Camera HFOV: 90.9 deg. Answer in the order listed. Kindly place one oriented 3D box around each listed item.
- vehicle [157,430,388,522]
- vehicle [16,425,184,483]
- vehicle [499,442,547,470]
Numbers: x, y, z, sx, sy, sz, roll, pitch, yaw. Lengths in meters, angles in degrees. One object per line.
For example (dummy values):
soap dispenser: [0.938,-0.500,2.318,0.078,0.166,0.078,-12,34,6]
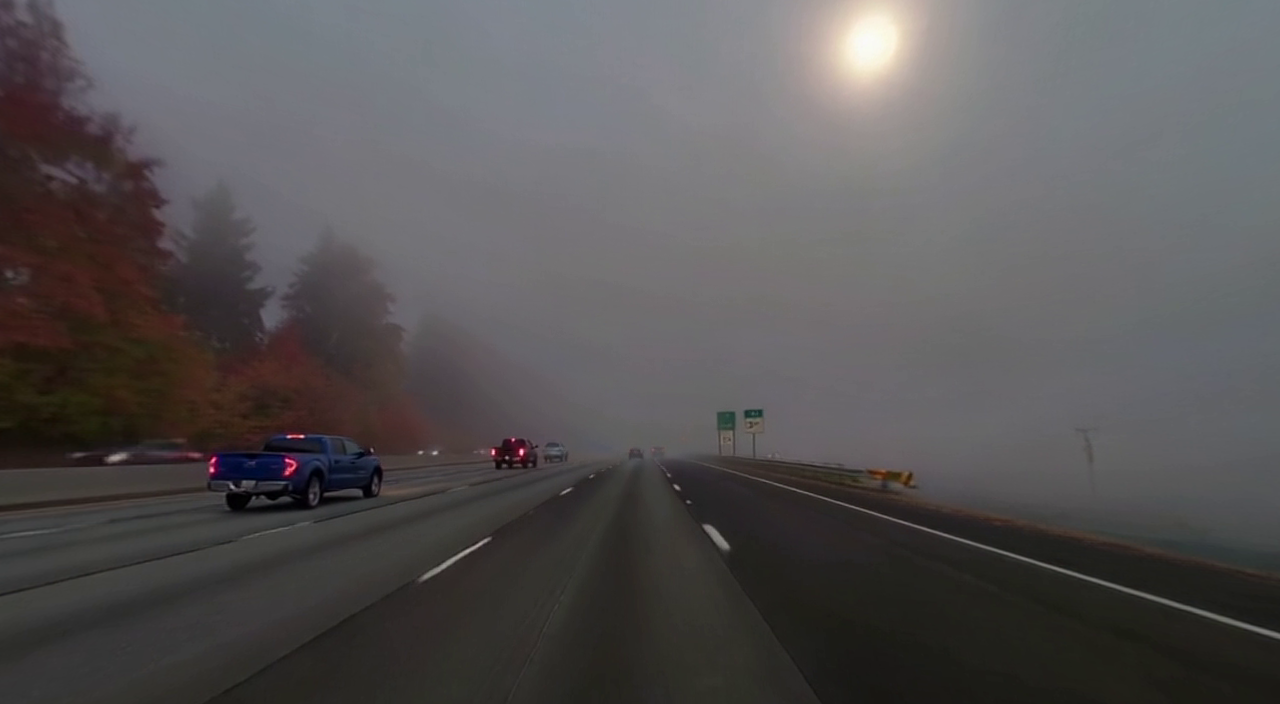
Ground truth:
vehicle: [-7.311,2.489,13.284,1.965,1.567,4.686,0,-8,1]
vehicle: [-25.874,4.914,30.678,2.311,2.519,6.333,0,-8,3]
vehicle: [-6.826,6.106,37.183,1.919,1.499,4.234,0,-8,1]
